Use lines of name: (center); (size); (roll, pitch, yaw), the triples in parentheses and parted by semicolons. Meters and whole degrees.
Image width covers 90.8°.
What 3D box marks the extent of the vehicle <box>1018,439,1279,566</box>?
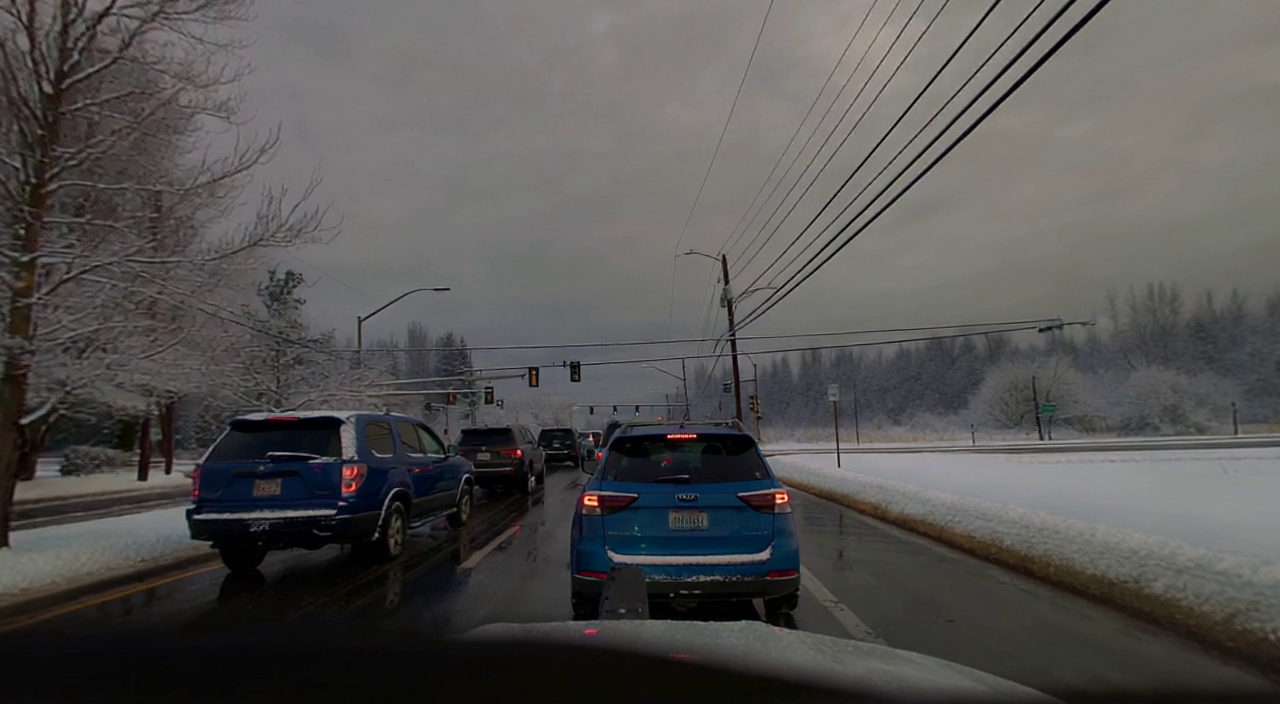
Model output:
vehicle: (8.387, 2.157, 9.940); (1.993, 1.508, 4.521); (0, -9, -1)

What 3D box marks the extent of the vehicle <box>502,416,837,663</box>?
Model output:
vehicle: (0.118, 1.446, 5.953); (2.056, 1.487, 4.003); (0, -9, -2)

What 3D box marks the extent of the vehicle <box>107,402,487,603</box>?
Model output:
vehicle: (-3.468, 1.611, 7.633); (2.105, 1.706, 4.337); (0, -9, 0)
